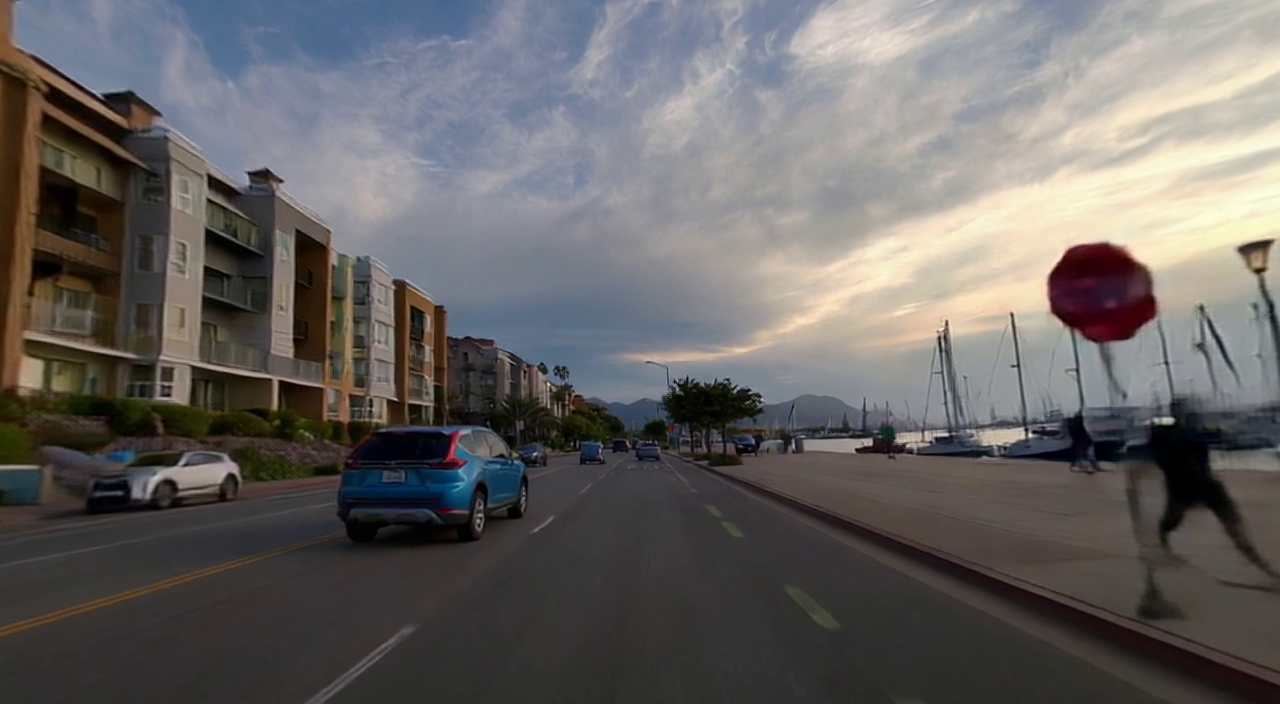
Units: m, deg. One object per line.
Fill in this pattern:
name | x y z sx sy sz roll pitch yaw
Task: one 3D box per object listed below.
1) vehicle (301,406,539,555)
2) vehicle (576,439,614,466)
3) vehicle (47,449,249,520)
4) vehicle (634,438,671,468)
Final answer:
vehicle | -3.099 1.939 10.199 2.082 1.817 4.724 -1 -9 1
vehicle | -2.942 6.658 42.027 2.056 1.680 4.205 -1 -9 2
vehicle | -13.638 3.649 17.932 2.117 1.703 4.373 -1 -9 2
vehicle | 0.709 5.903 37.048 2.057 1.624 3.726 -1 -9 1
